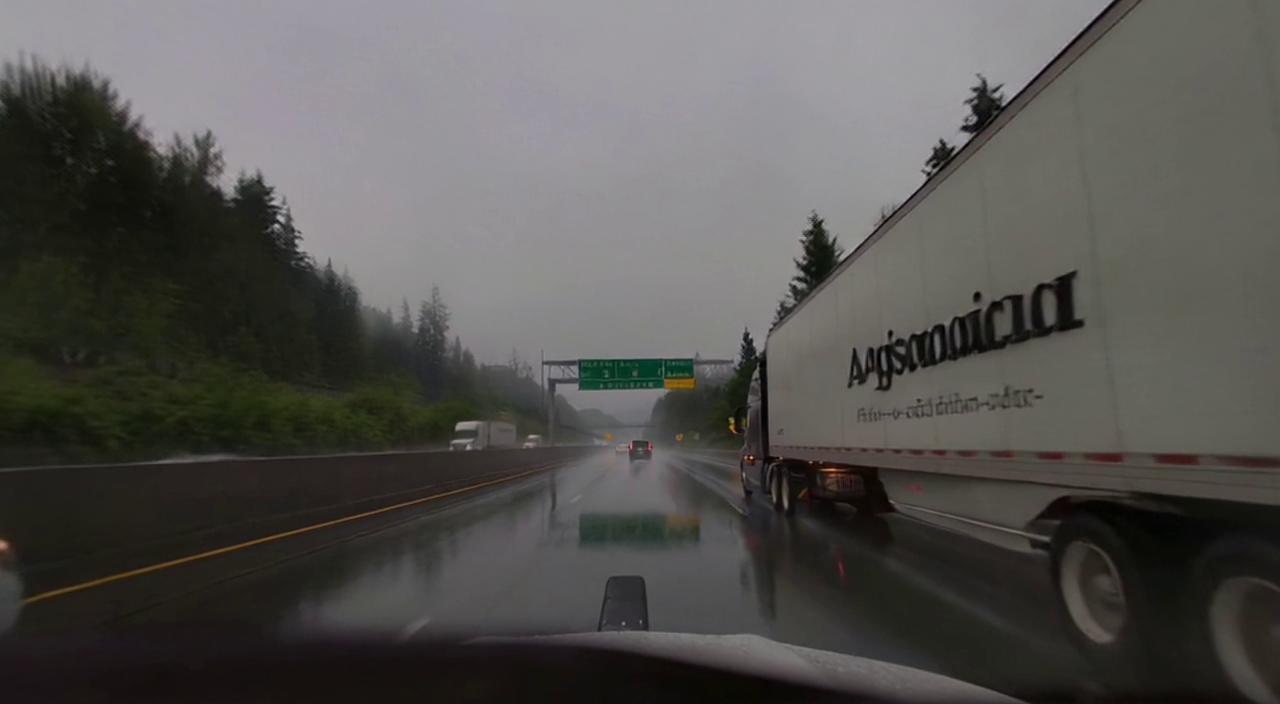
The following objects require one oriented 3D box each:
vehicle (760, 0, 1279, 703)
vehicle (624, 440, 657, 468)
[{"bbox_3d":[4.416,0.454,7.949,3.011,4.028,13.890,0,-9,0],"label":"vehicle"},{"bbox_3d":[0.039,6.613,40.799,2.067,1.690,3.901,0,-9,0],"label":"vehicle"}]
